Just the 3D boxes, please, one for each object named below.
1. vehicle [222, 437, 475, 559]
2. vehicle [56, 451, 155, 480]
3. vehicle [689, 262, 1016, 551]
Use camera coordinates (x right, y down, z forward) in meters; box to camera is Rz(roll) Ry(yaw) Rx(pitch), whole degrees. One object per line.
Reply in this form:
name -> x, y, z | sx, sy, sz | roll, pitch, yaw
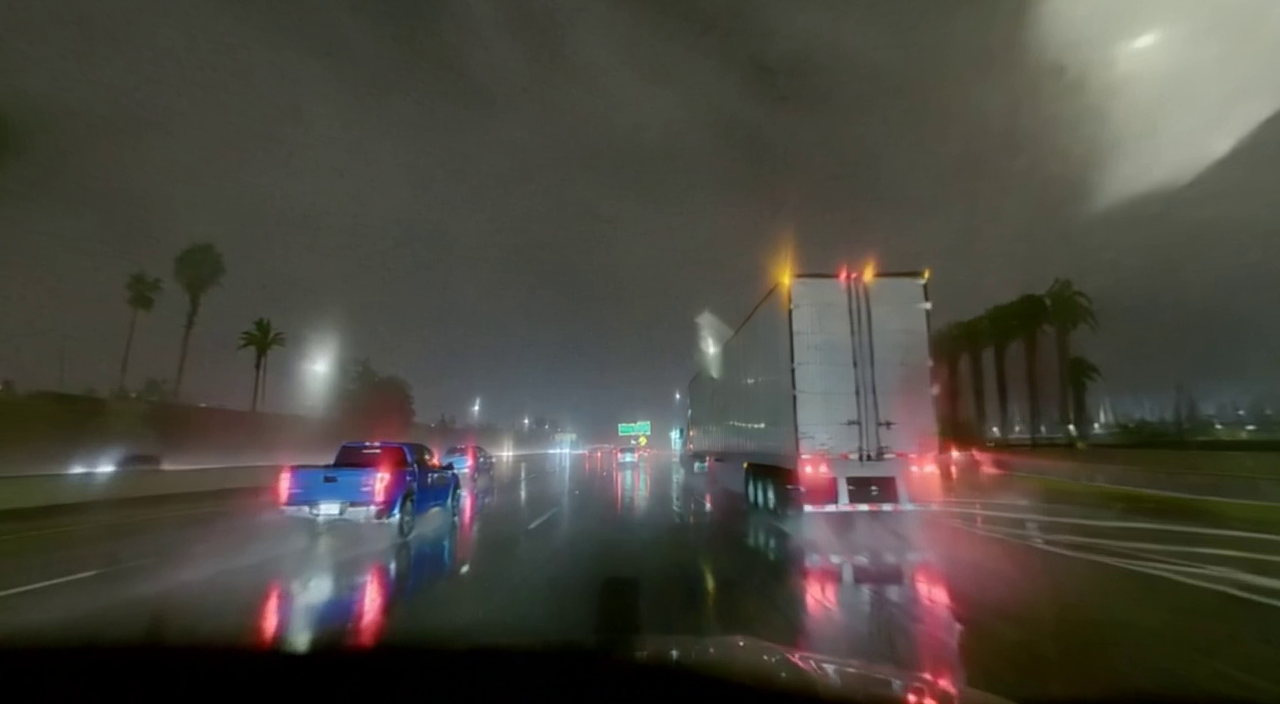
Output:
vehicle -> -4.276, 2.179, 10.168 | 2.120, 1.537, 4.139 | 0, -9, 0
vehicle -> -36.359, 7.690, 43.063 | 2.037, 1.800, 5.396 | 0, -9, 0
vehicle -> 3.611, 1.928, 17.141 | 2.891, 4.123, 16.415 | 0, -9, -1
